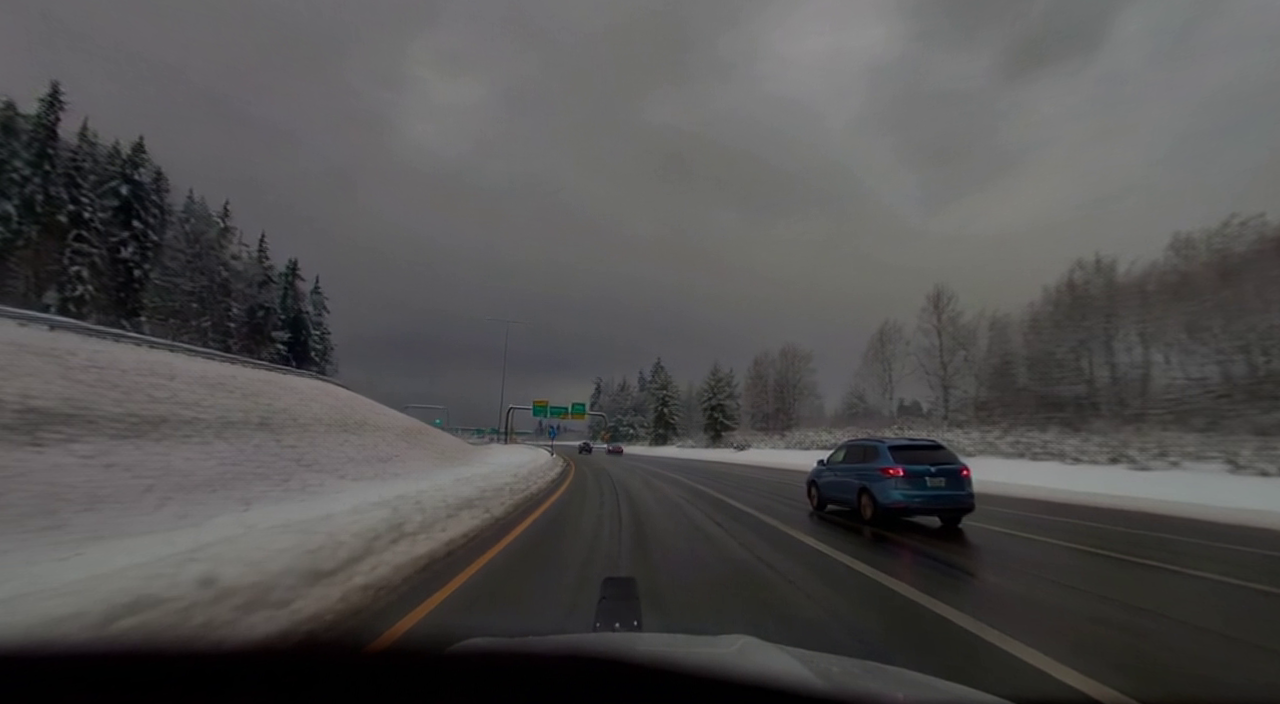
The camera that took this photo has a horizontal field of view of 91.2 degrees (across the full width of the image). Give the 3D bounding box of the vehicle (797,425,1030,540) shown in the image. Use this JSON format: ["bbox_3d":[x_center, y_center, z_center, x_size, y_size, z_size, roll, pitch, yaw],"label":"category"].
[{"bbox_3d":[4.291,2.114,10.695,1.952,1.536,4.036,0,-9,-3],"label":"vehicle"}]
